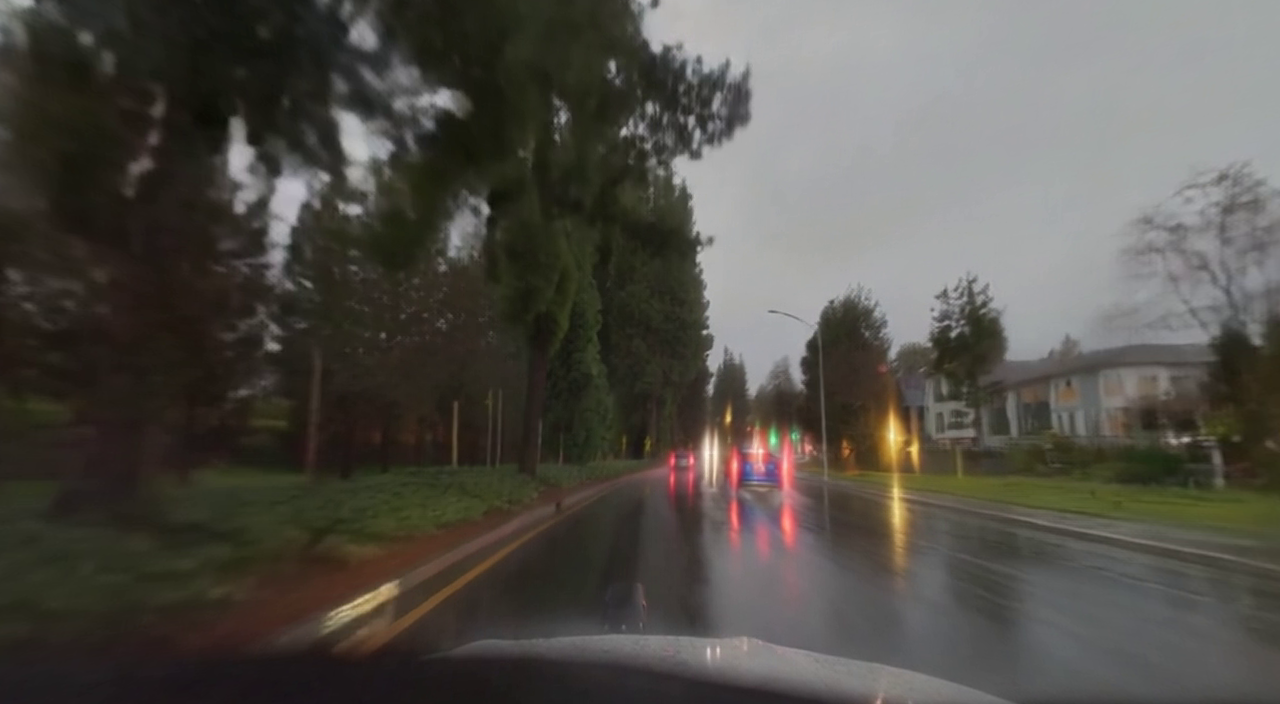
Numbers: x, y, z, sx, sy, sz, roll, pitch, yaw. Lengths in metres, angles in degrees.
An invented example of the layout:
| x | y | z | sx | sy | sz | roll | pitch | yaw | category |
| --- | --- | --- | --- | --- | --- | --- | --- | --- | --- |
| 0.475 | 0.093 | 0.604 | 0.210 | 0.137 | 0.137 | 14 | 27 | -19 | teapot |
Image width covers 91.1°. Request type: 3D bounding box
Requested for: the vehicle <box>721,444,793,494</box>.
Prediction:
| x | y | z | sx | sy | sz | roll | pitch | yaw | category |
| --- | --- | --- | --- | --- | --- | --- | --- | --- | --- |
| 4.253 | 4.275 | 23.449 | 1.971 | 1.663 | 4.287 | 0 | -9 | 2 | vehicle |

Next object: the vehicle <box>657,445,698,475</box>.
| x | y | z | sx | sy | sz | roll | pitch | yaw | category |
| --- | --- | --- | --- | --- | --- | --- | --- | --- | --- |
| 2.456 | 6.856 | 40.139 | 2.251 | 1.822 | 4.391 | -1 | -9 | 8 | vehicle |
